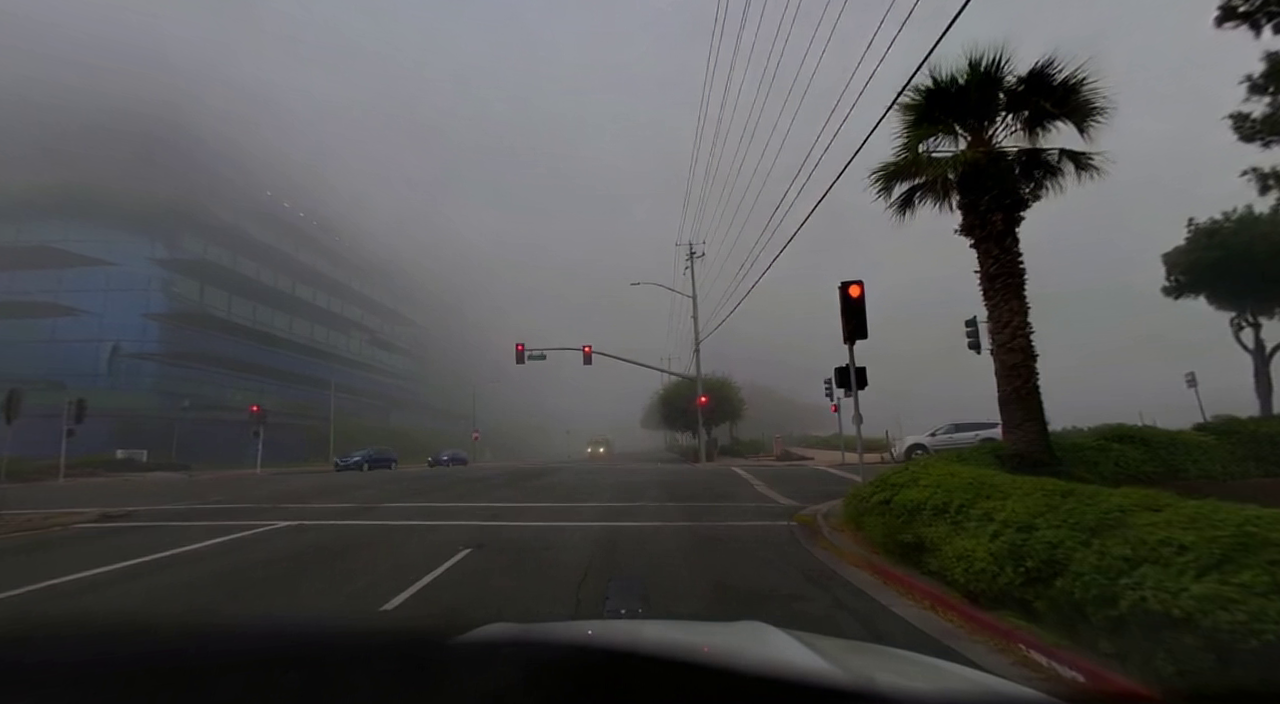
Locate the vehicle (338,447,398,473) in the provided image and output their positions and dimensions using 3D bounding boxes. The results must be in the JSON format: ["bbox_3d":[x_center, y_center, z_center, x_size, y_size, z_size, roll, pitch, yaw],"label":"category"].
[{"bbox_3d":[-19.020,7.574,44.328,2.017,1.739,4.569,0,-9,2],"label":"vehicle"}]
